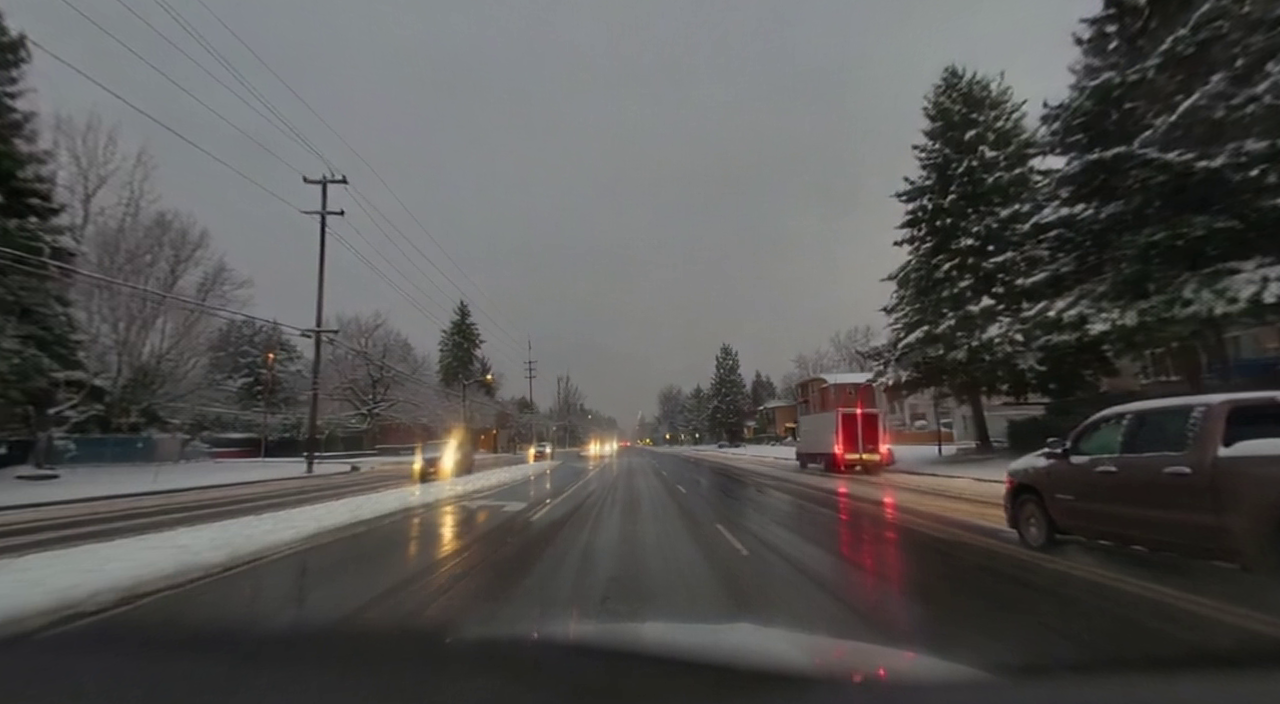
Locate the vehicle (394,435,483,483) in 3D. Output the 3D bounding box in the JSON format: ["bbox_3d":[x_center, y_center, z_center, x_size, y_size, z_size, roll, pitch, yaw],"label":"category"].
[{"bbox_3d":[-8.498,4.535,27.175,2.189,1.816,4.819,-1,-8,0],"label":"vehicle"}]

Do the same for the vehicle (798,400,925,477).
[{"bbox_3d":[10.139,4.112,30.142,2.842,2.993,8.104,-3,-8,-1],"label":"vehicle"}]

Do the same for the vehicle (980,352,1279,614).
[{"bbox_3d":[6.083,1.124,5.775,2.493,1.956,6.125,-1,-8,0],"label":"vehicle"}]
